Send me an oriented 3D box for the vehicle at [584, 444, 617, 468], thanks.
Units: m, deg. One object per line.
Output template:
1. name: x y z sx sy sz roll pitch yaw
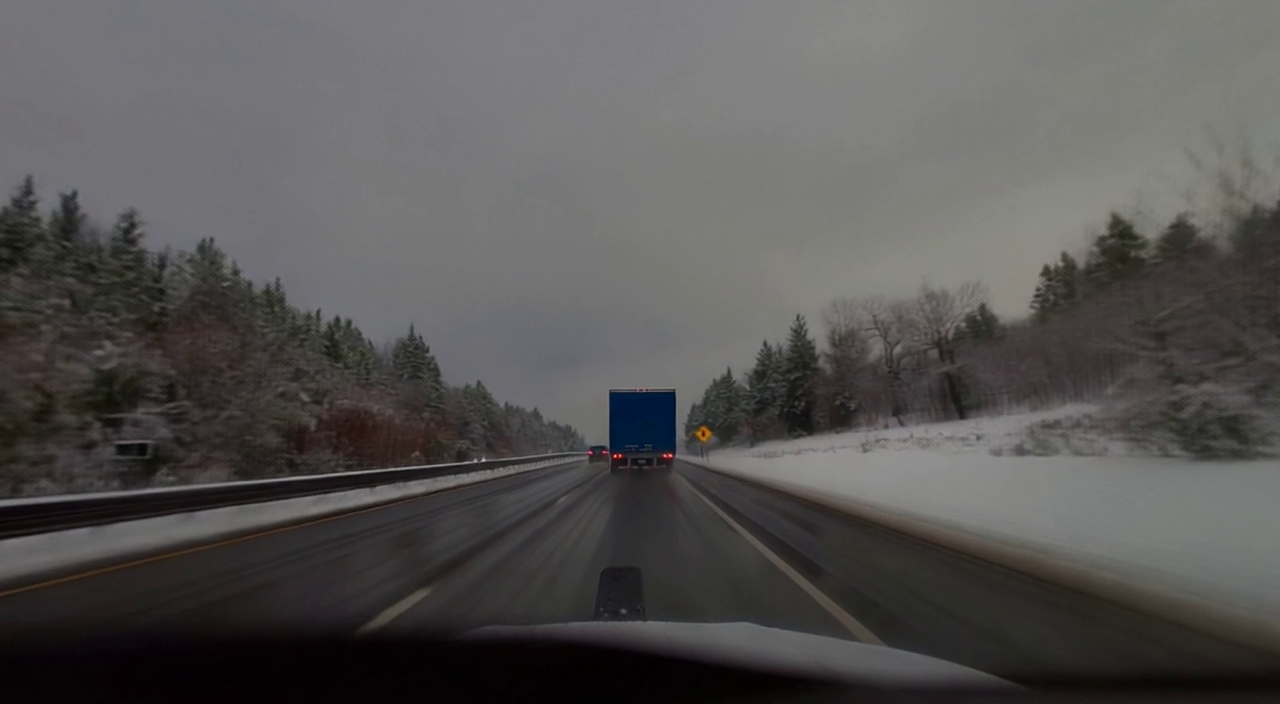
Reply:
1. vehicle: -2.917 7.827 47.513 2.160 1.661 4.388 0 -9 1

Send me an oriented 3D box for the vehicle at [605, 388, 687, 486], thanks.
1. vehicle: 0.093 3.722 27.141 2.913 3.530 8.648 0 -9 -2
